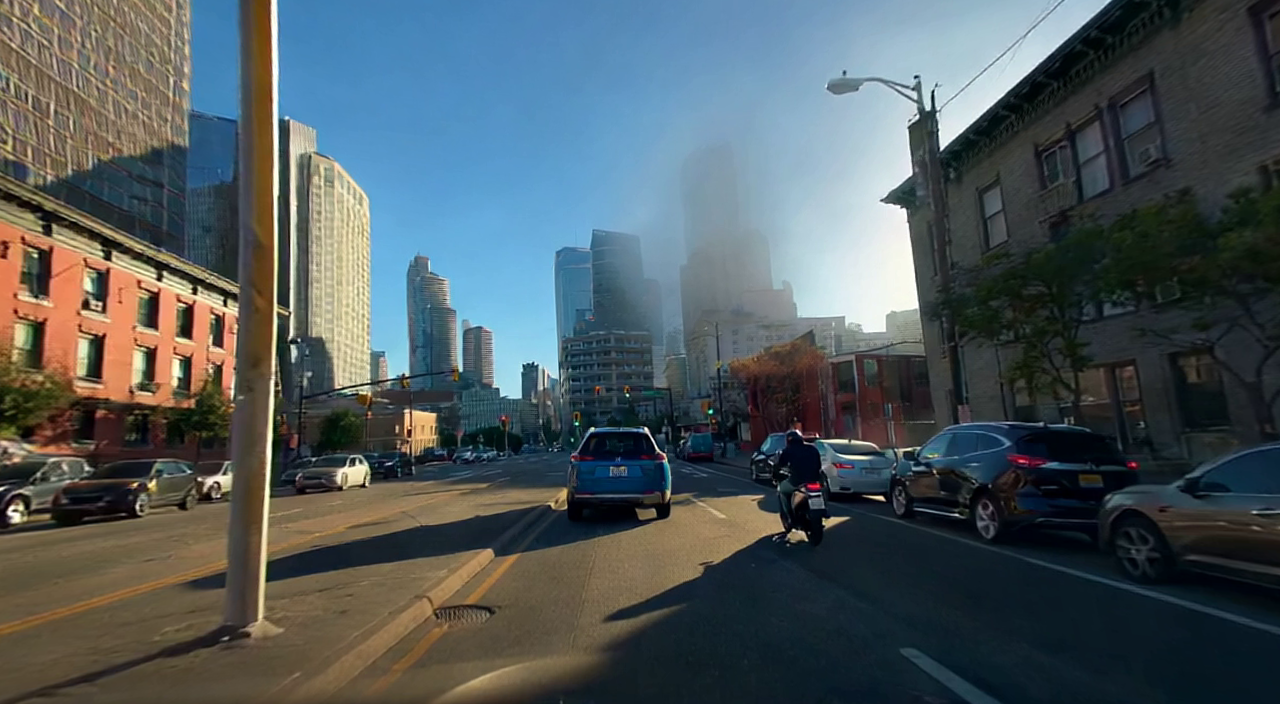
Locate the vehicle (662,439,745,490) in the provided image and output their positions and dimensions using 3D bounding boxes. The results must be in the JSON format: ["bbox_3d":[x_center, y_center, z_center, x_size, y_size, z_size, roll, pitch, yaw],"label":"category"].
[{"bbox_3d":[1.976,3.704,21.193,2.101,1.507,4.355,0,-9,-3],"label":"vehicle"}]

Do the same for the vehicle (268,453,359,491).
[{"bbox_3d":[-18.615,6.831,36.396,2.400,1.913,6.066,0,-9,-4],"label":"vehicle"}]

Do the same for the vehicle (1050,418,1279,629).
[{"bbox_3d":[5.552,1.248,4.604,1.801,1.516,4.868,0,-9,0],"label":"vehicle"}]

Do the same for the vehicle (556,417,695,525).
[{"bbox_3d":[-0.300,2.265,12.467,2.265,1.748,4.130,0,-9,-2],"label":"vehicle"}]

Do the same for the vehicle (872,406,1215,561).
[{"bbox_3d":[5.361,1.796,9.272,2.094,1.719,4.150,0,-9,-3],"label":"vehicle"}]

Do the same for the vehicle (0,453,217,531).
[{"bbox_3d":[-13.883,3.607,16.916,1.880,1.702,4.719,0,-9,-2],"label":"vehicle"}]

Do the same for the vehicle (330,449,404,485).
[{"bbox_3d":[-15.237,6.391,35.486,2.267,1.831,4.702,0,-9,-4],"label":"vehicle"}]

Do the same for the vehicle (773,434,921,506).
[{"bbox_3d":[4.985,2.909,16.018,2.012,1.532,4.565,0,-9,-3],"label":"vehicle"}]
